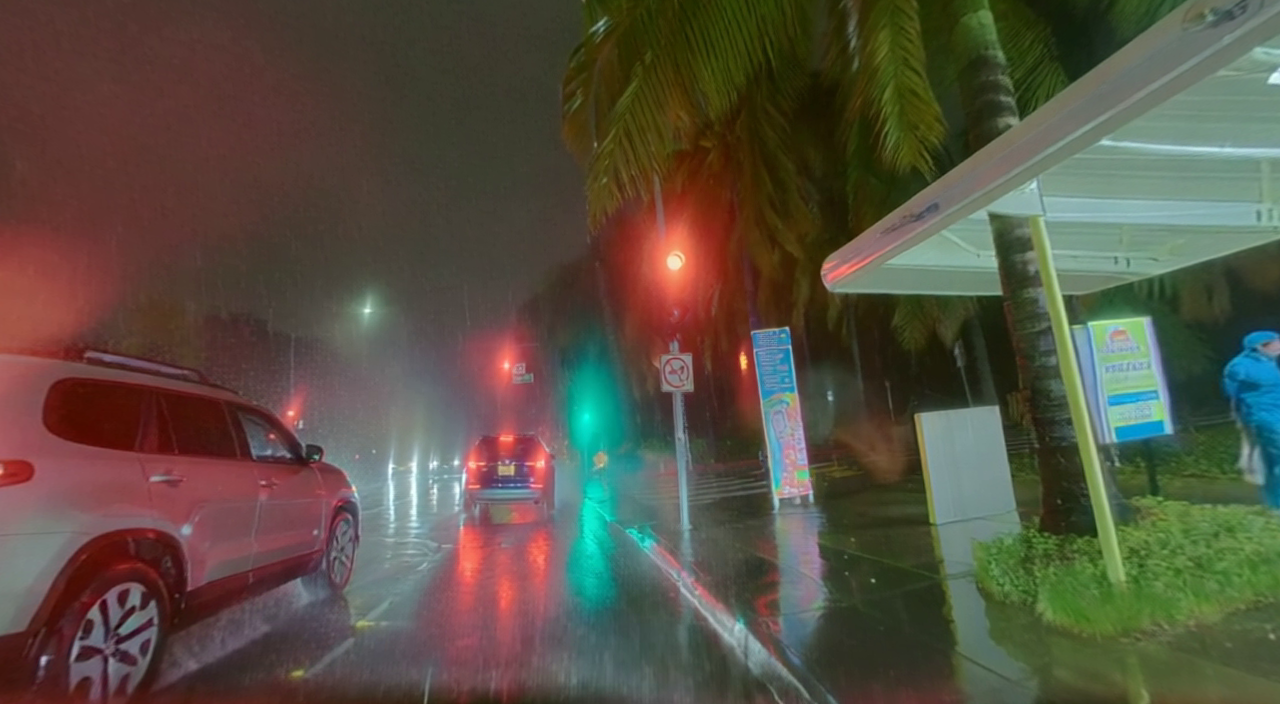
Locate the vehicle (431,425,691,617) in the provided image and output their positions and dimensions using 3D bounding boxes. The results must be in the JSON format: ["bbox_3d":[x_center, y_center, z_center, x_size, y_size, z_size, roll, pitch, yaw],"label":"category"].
[{"bbox_3d":[-1.014,1.651,7.233,2.065,1.467,4.289,2,-9,-11],"label":"vehicle"}]

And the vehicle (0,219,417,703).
[{"bbox_3d":[-2.766,0.907,3.227,2.098,1.851,4.571,1,-9,-7],"label":"vehicle"}]

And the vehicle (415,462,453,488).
[{"bbox_3d":[-14.623,8.688,44.989,1.964,1.642,4.085,1,-9,-10],"label":"vehicle"}]
